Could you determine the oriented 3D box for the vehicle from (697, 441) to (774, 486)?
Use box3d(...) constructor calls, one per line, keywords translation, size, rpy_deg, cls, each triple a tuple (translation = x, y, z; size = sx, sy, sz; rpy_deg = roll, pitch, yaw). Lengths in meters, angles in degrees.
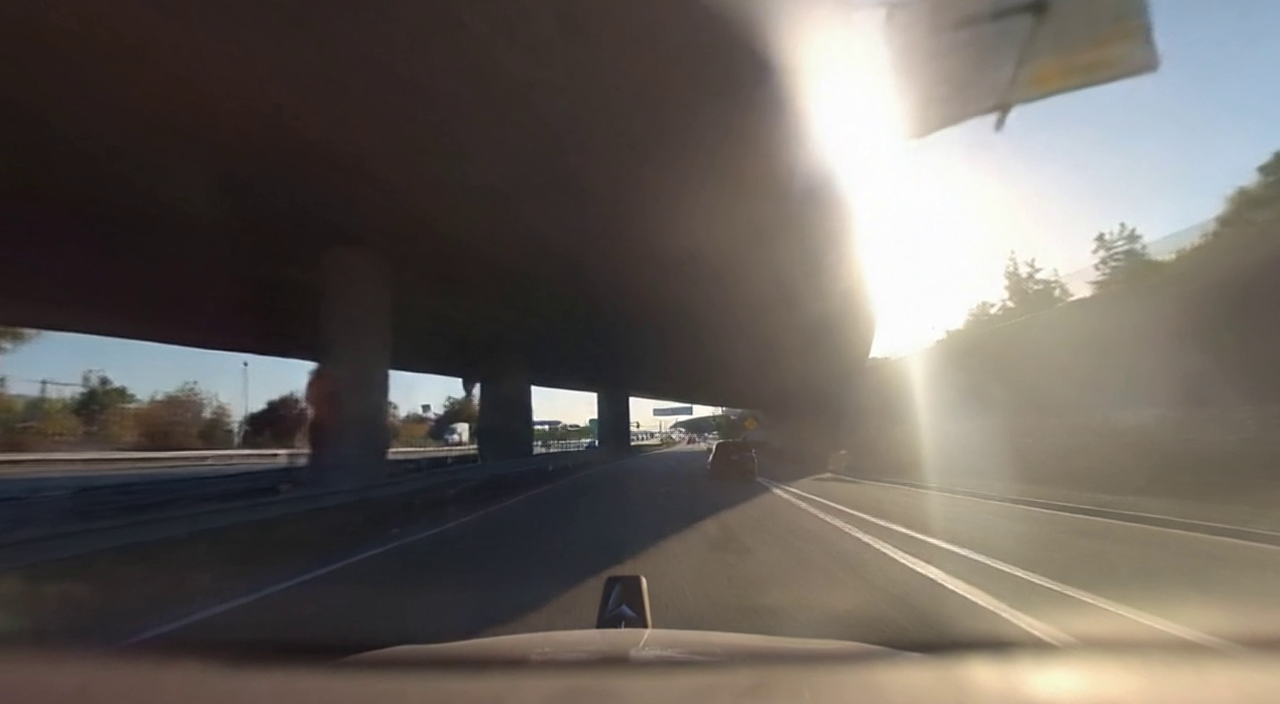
box3d(translation=(3.239, 3.870, 22.186), size=(2.124, 1.405, 4.398), rpy_deg=(0, -8, 1), cls="vehicle")
